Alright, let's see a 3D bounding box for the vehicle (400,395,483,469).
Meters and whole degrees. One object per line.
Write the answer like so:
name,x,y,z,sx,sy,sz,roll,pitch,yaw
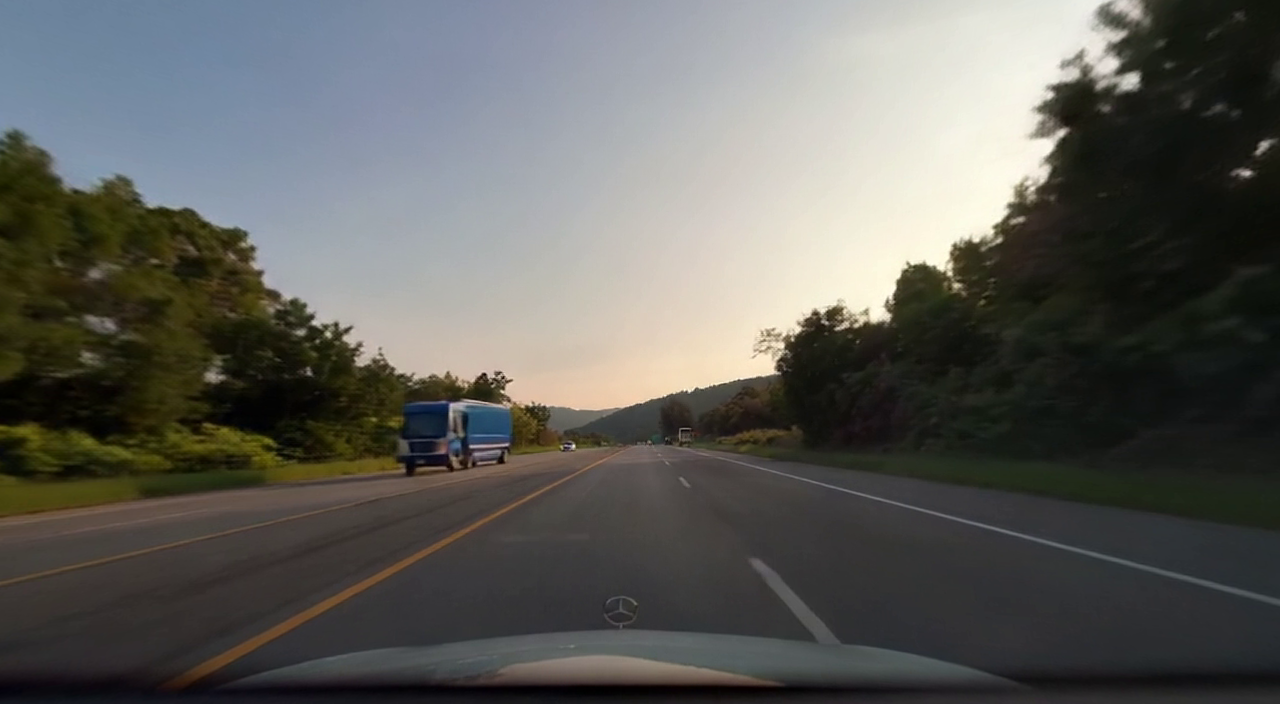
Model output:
vehicle,-11.549,4.763,37.263,3.033,3.963,5.845,0,-8,-1
